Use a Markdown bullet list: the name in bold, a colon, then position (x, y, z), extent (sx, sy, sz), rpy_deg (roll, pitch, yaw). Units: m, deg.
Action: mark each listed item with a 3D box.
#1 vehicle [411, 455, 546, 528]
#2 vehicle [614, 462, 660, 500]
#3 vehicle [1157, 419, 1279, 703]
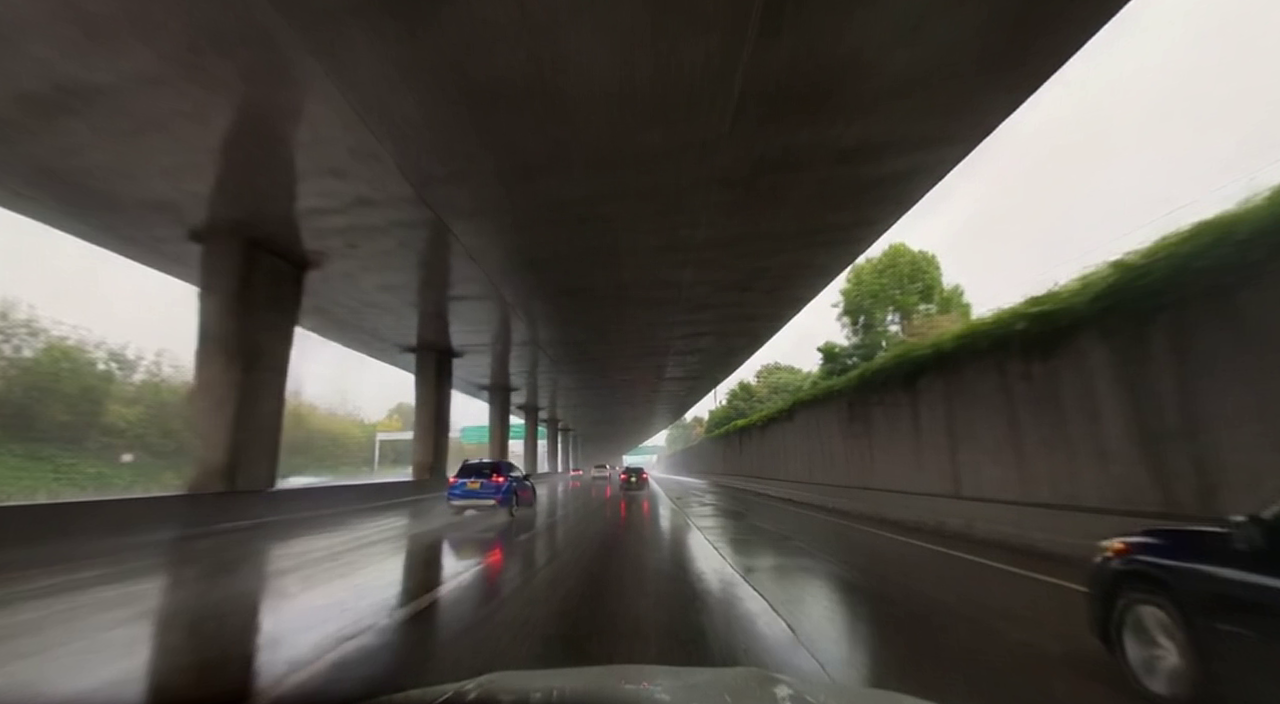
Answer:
- **vehicle**: position (-3.852, 3.463, 16.011), extent (2.102, 1.521, 4.687), rpy_deg (1, -11, 1)
- **vehicle**: position (-0.140, 6.014, 29.595), extent (1.992, 1.601, 3.762), rpy_deg (1, -11, 0)
- **vehicle**: position (3.829, 0.832, 1.336), extent (1.992, 1.557, 4.017), rpy_deg (1, -11, 0)
